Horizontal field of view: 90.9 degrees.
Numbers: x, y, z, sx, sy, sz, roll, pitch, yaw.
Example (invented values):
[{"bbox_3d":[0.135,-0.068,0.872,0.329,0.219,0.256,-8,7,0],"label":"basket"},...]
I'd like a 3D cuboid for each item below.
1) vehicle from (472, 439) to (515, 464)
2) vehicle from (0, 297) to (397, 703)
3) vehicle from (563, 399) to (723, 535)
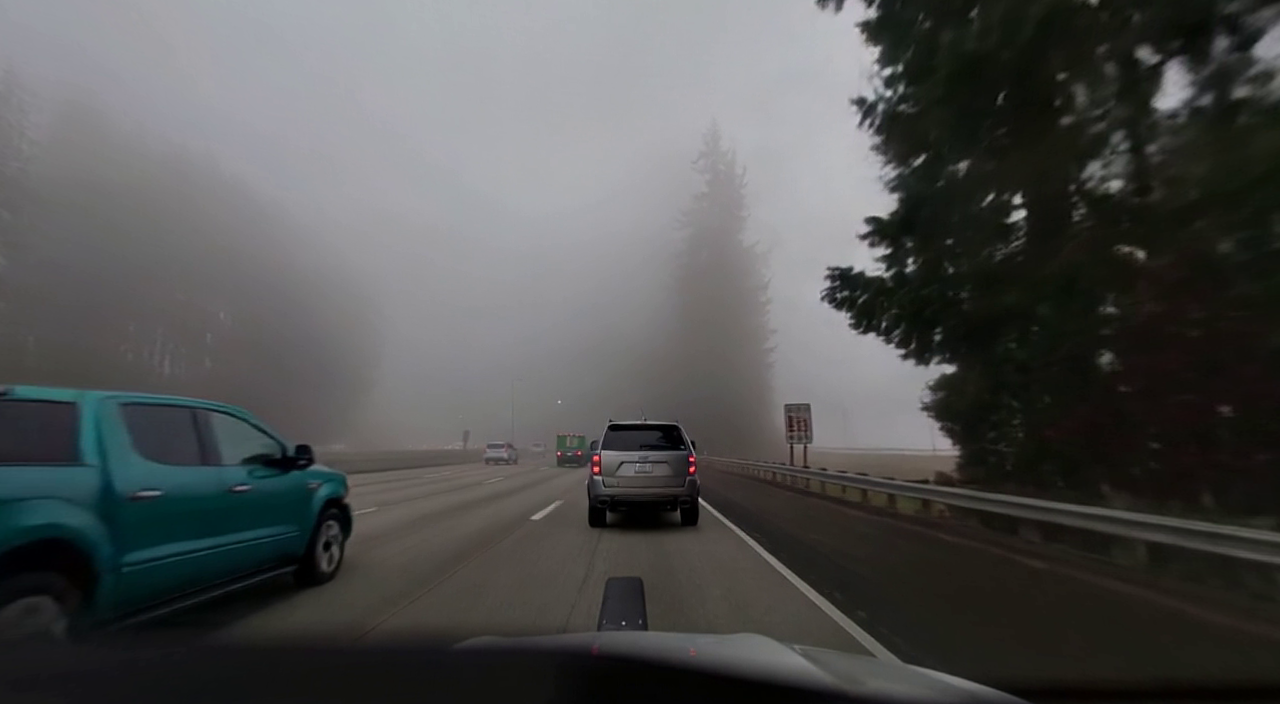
[{"bbox_3d":[-10.724,7.325,46.537,2.009,1.771,4.540,0,-8,1],"label":"vehicle"},{"bbox_3d":[-4.091,0.970,4.348,2.486,1.962,5.525,0,-8,2],"label":"vehicle"},{"bbox_3d":[0.020,2.076,11.896,2.395,2.013,4.734,0,-8,-1],"label":"vehicle"}]
